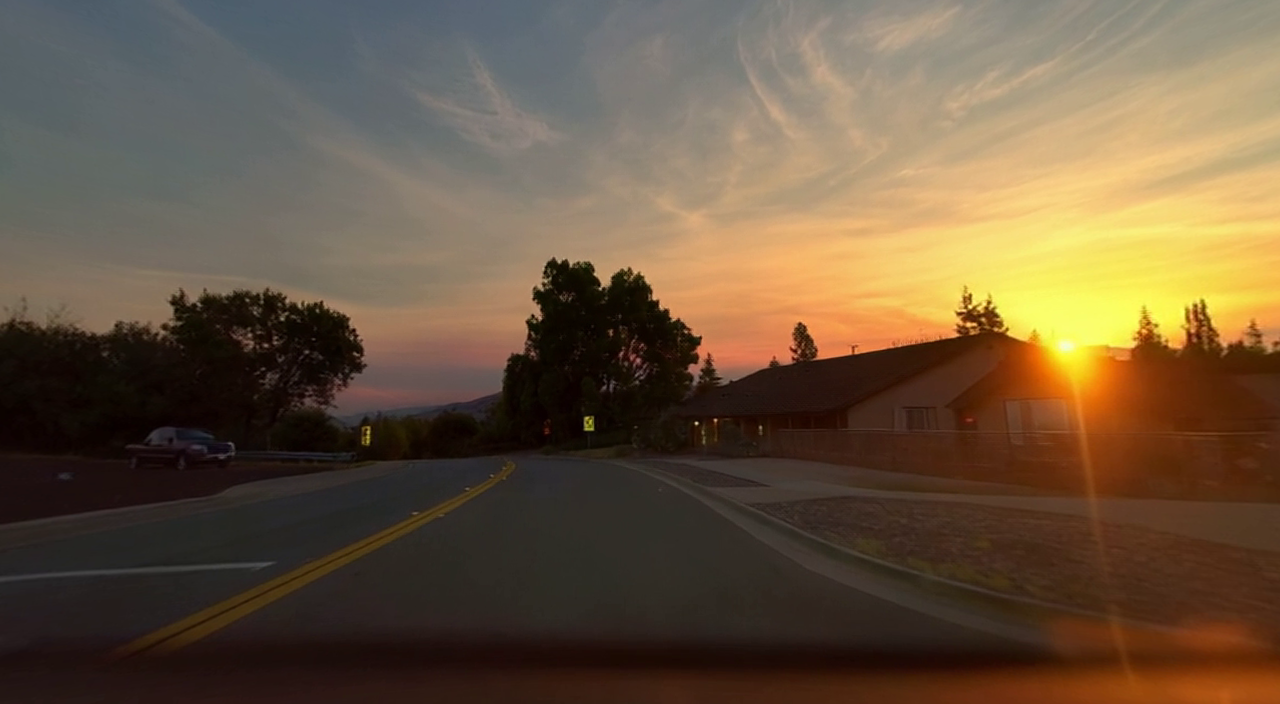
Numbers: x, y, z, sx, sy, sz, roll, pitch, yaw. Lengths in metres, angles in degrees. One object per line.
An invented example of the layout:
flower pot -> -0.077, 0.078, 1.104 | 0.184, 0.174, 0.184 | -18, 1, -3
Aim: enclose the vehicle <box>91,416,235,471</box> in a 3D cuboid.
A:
vehicle -> -18.708, 3.605, 24.769 | 4.699, 1.996, 2.116 | -3, -9, 19
